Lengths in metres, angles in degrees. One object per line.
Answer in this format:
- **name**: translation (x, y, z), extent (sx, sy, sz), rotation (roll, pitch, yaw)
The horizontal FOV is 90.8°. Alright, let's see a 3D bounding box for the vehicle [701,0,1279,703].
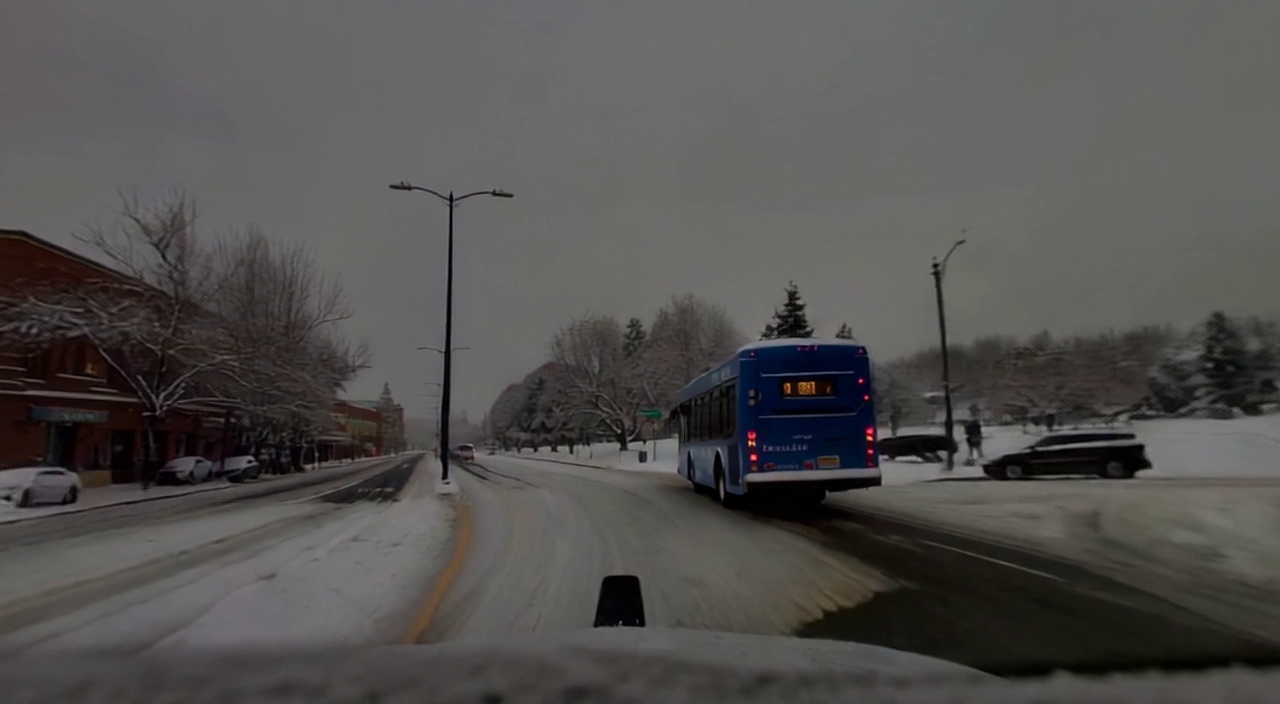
- **vehicle**: translation (2.763, 0.225, 3.803), extent (3.194, 3.345, 12.428), rotation (0, -8, -2)

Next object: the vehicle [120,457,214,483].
- **vehicle**: translation (-30.243, 7.532, 40.612), extent (4.592, 1.474, 1.880), rotation (5, -9, -31)

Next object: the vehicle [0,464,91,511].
- **vehicle**: translation (-23.017, 4.902, 22.890), extent (4.384, 1.500, 1.864), rotation (5, -10, -32)

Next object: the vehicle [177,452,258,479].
- **vehicle**: translation (-30.469, 8.160, 45.689), extent (4.392, 1.800, 1.902), rotation (2, -8, -13)
